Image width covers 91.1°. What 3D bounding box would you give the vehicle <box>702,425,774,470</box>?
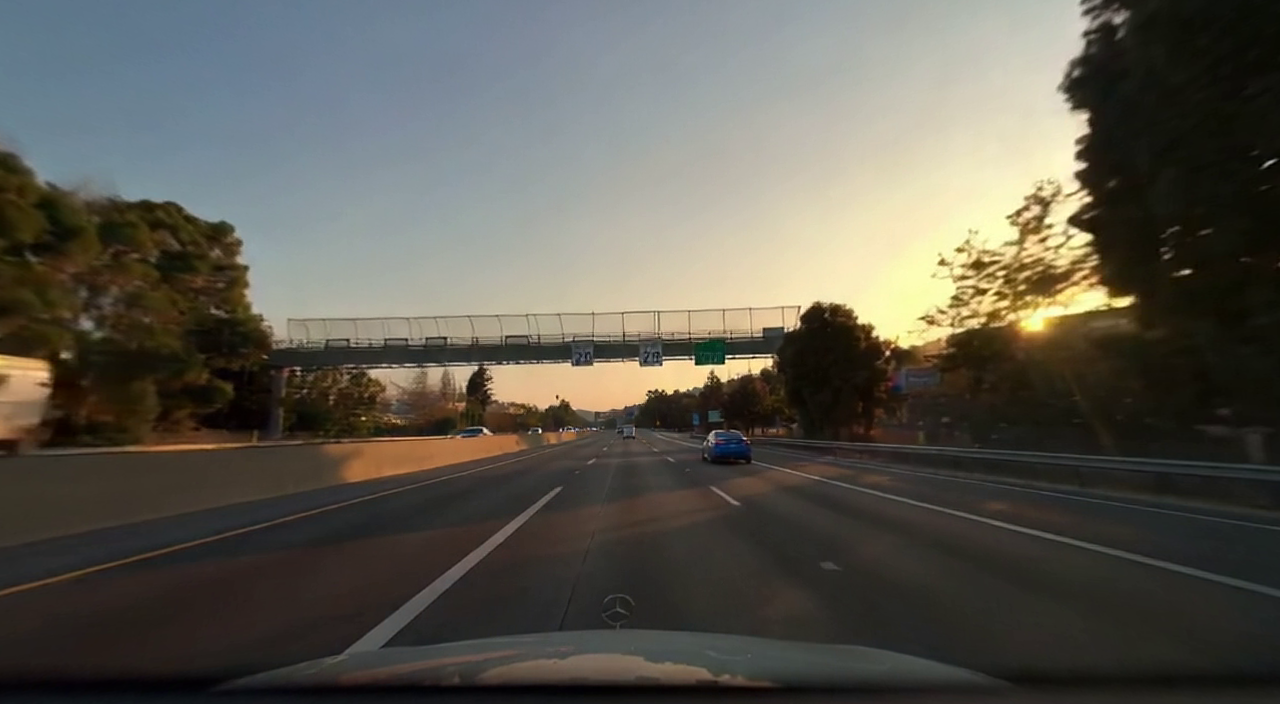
[{"bbox_3d":[3.688,3.663,24.348,1.973,1.563,3.959,1,-8,-3],"label":"vehicle"}]

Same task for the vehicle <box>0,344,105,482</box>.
[{"bbox_3d":[-20.308,1.401,15.527,2.853,4.045,13.061,0,-8,-1],"label":"vehicle"}]

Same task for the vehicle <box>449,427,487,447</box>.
[{"bbox_3d":[-13.593,6.733,49.905,1.862,1.546,4.126,0,-8,0],"label":"vehicle"}]
